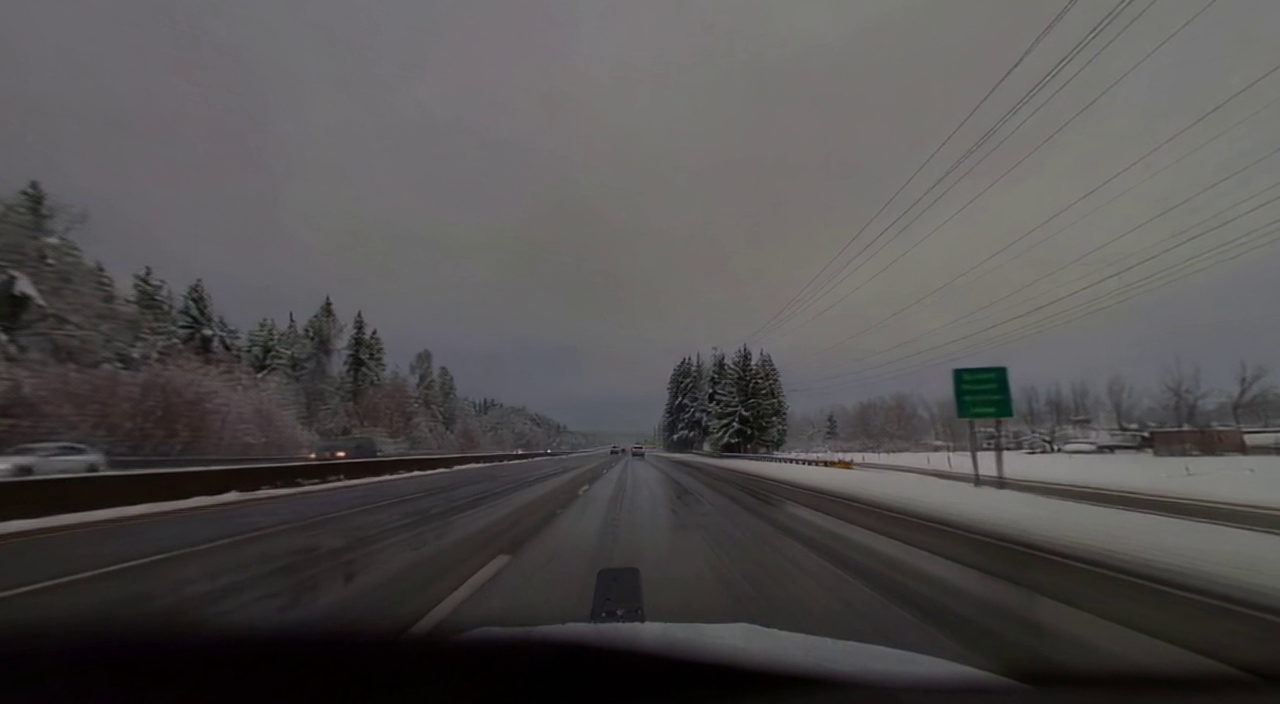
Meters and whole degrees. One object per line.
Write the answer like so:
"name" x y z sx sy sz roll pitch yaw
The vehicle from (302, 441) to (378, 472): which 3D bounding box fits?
"vehicle" -17.783 6.195 37.751 2.078 1.686 4.951 0 -8 0
